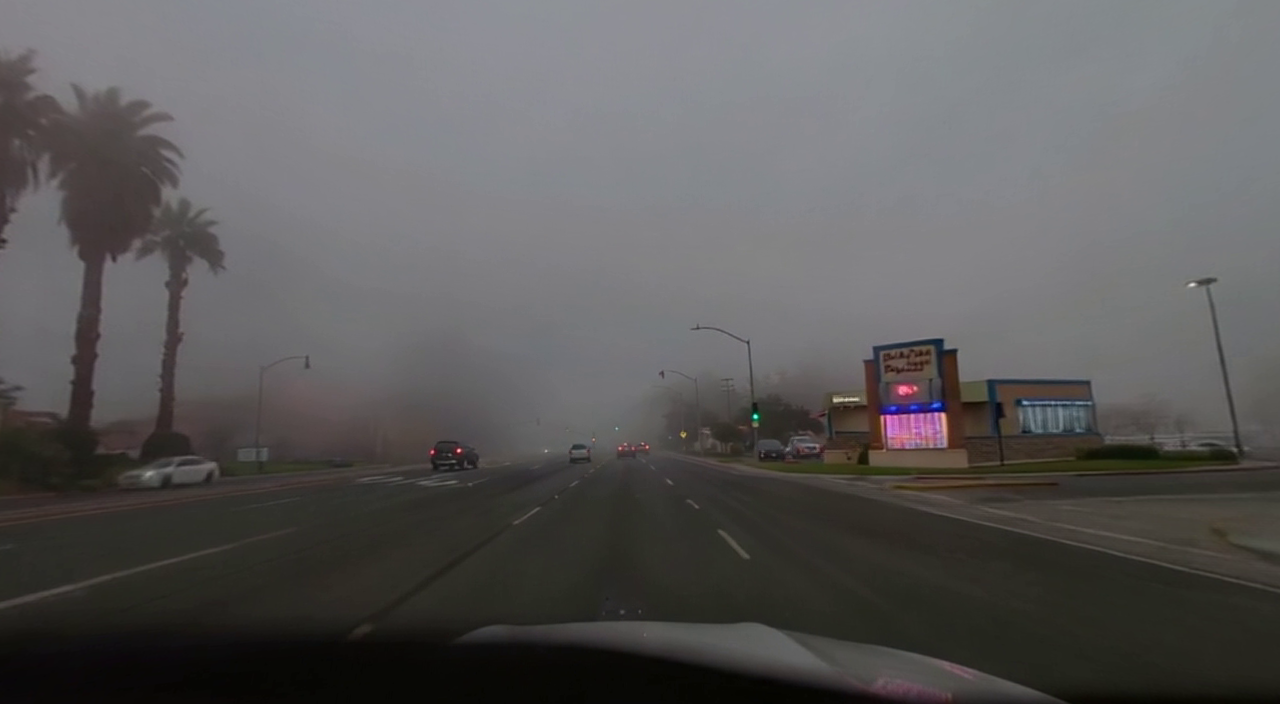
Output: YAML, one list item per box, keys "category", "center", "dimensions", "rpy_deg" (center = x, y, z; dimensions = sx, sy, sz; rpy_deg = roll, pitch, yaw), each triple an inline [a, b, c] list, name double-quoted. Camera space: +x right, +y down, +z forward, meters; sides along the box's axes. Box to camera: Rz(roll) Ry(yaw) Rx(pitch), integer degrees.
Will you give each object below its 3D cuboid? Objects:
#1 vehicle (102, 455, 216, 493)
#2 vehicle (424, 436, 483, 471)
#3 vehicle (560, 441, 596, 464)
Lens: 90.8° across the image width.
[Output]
- category: "vehicle"
  center: [-21.766, 5.499, 28.814]
  dimensions: [1.852, 1.526, 4.262]
  rpy_deg: [0, -9, -1]
- category: "vehicle"
  center: [-10.105, 5.547, 34.553]
  dimensions: [2.022, 1.746, 4.406]
  rpy_deg: [0, -9, -2]
- category: "vehicle"
  center: [-4.185, 6.902, 43.356]
  dimensions: [2.181, 1.483, 4.123]
  rpy_deg: [0, -9, -2]
